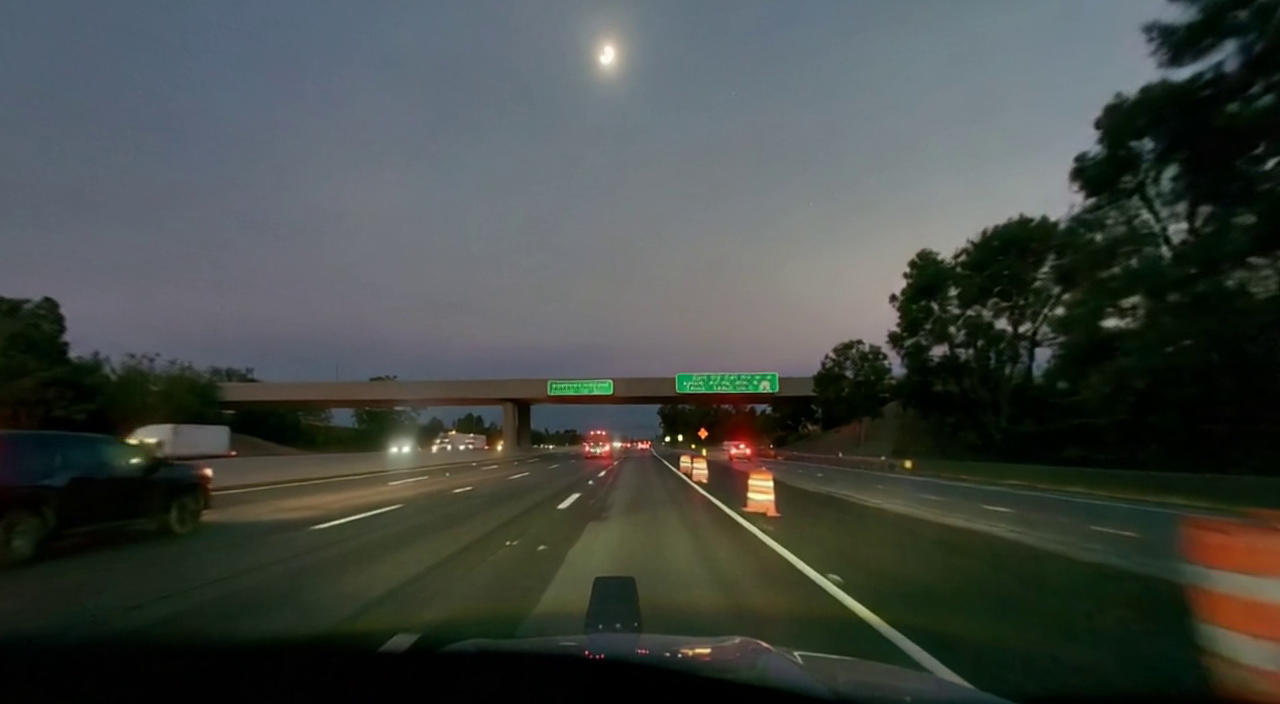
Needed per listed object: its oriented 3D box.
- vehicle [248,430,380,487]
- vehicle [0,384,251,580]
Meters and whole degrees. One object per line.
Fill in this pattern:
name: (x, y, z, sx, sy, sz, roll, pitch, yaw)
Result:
vehicle: (-10.500, 3.455, 20.709, 1.964, 1.662, 4.367, 0, -8, 0)
vehicle: (-6.890, 1.348, 6.853, 2.103, 1.775, 4.966, 0, -9, 0)
